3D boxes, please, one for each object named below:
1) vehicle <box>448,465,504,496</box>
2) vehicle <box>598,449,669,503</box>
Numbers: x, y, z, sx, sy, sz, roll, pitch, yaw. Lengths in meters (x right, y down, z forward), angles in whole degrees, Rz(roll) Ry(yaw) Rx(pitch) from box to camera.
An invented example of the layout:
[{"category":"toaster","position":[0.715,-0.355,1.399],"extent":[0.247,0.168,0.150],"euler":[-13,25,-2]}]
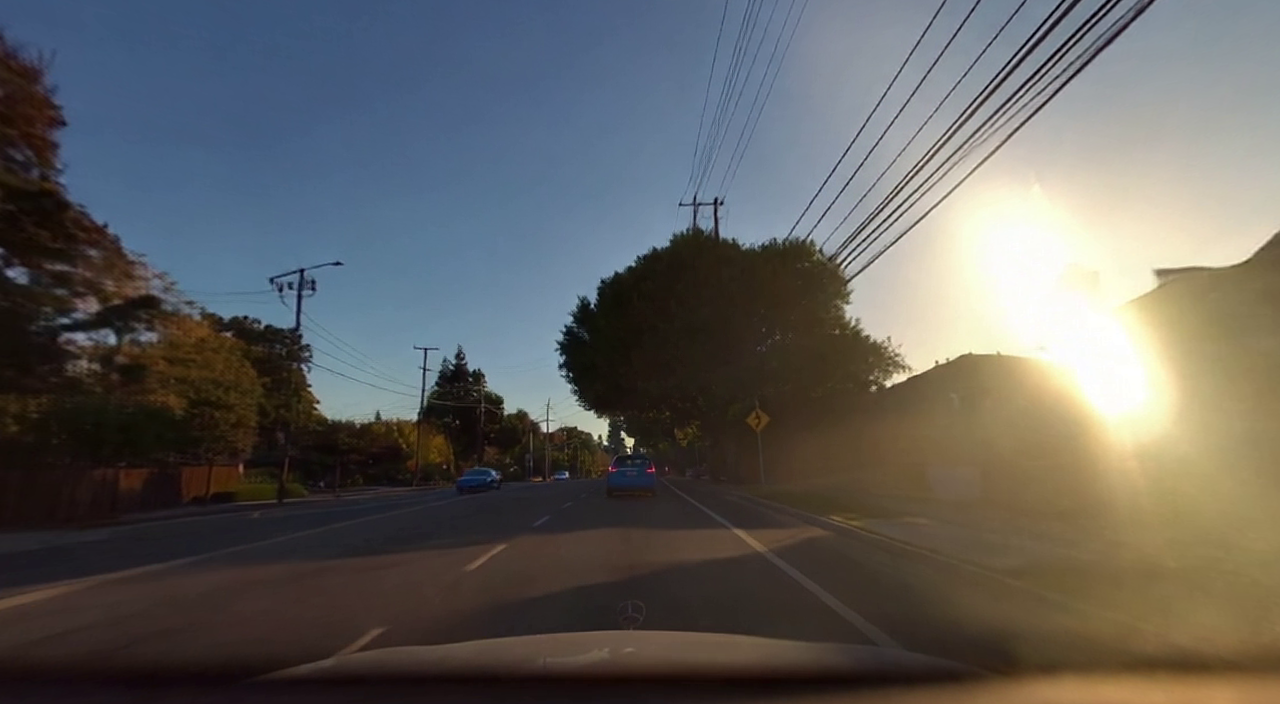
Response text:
[{"category":"vehicle","position":[-9.379,7.379,36.440],"extent":[1.960,1.490,4.674],"euler":[0,-9,1]},{"category":"vehicle","position":[-0.228,4.205,21.835],"extent":[2.200,1.653,4.127],"euler":[0,-9,-1]}]
